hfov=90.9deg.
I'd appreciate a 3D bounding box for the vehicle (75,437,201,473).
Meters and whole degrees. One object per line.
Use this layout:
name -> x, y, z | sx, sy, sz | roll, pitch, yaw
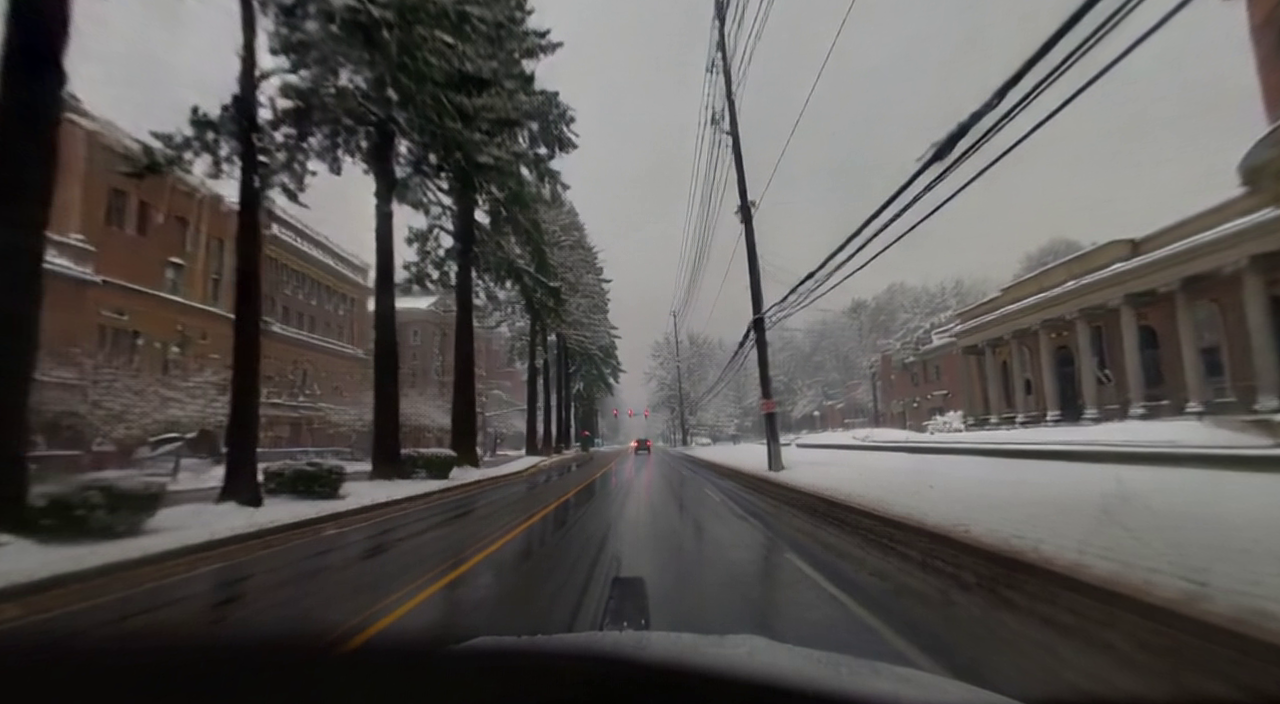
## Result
vehicle -> -36.399, 7.478, 46.000 | 2.132, 2.424, 6.702 | -5, -10, 31
